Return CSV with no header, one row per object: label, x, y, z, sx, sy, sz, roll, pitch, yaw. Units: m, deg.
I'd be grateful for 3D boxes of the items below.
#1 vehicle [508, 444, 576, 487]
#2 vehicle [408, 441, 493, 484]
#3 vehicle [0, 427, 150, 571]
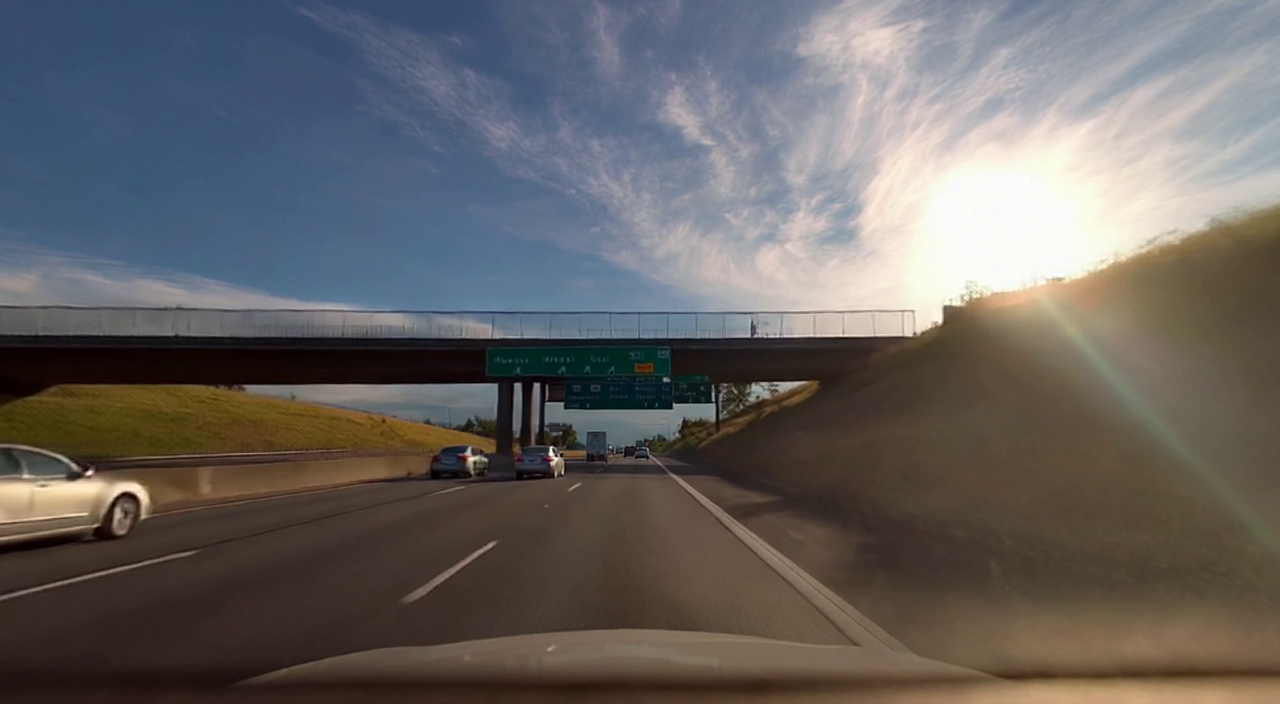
vehicle,-3.582,4.219,23.731,1.924,1.436,3.915,0,-9,0
vehicle,-7.528,4.424,25.543,2.091,1.558,4.220,0,-9,0
vehicle,-7.788,1.494,6.262,2.009,1.500,4.741,0,-9,0
